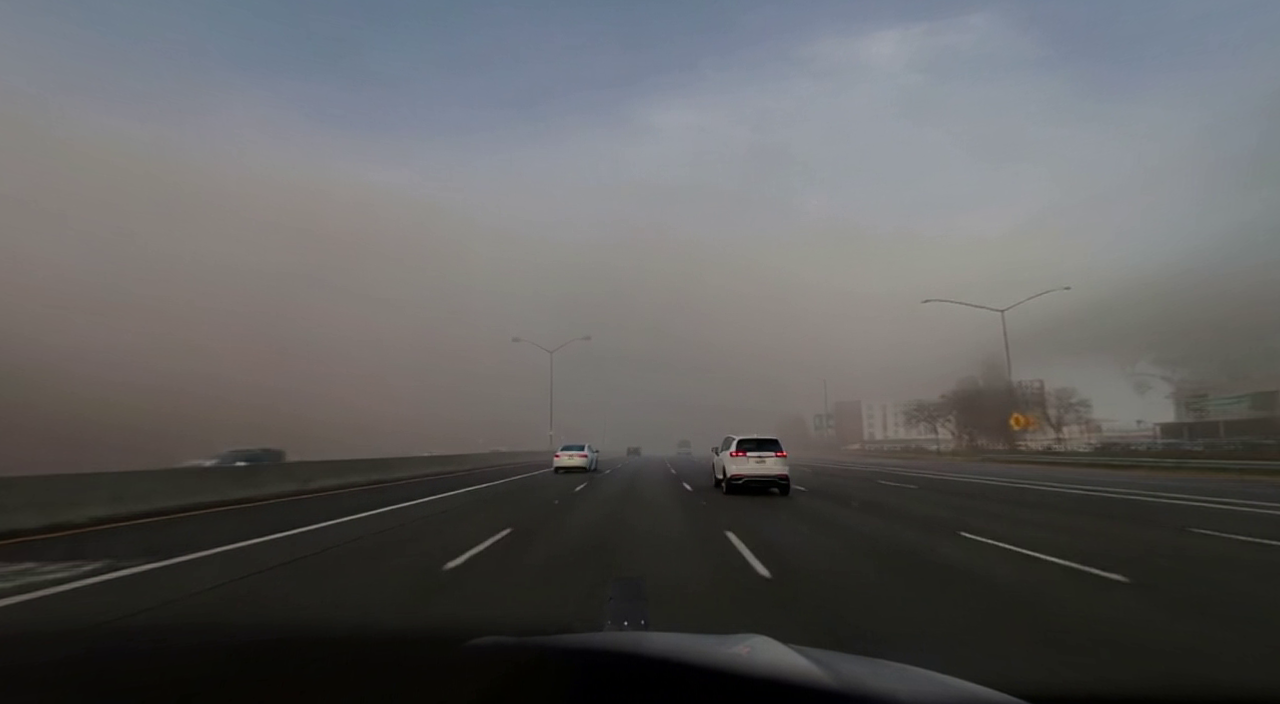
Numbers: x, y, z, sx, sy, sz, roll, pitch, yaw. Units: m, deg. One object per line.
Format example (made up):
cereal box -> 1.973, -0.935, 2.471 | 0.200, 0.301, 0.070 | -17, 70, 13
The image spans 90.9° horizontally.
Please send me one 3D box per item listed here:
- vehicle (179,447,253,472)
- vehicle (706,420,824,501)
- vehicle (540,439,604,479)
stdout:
vehicle -> -25.522, 6.460, 38.103 | 1.912, 1.456, 3.591 | 0, -9, 0
vehicle -> 3.130, 2.847, 16.927 | 2.148, 1.852, 4.835 | 0, -8, 0
vehicle -> -2.851, 4.617, 27.492 | 2.080, 1.542, 4.718 | -1, -8, 2
